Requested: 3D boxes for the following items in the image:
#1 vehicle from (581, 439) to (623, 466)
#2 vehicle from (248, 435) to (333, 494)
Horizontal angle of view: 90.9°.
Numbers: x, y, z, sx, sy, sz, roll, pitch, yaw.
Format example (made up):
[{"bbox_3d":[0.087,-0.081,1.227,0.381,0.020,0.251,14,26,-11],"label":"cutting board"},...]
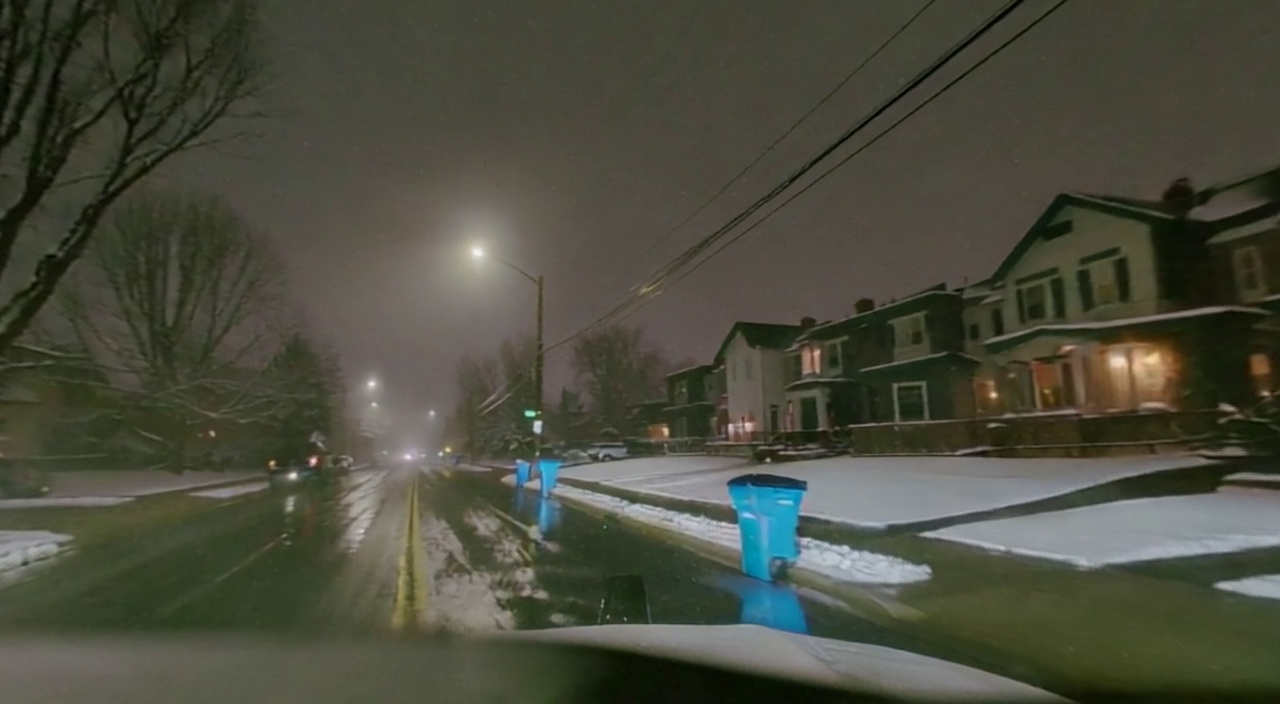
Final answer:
[{"bbox_3d":[-2.970,7.657,48.404,1.936,1.687,4.714,-1,-6,-19],"label":"vehicle"},{"bbox_3d":[-16.191,5.167,29.572,2.223,2.115,5.707,9,-8,-18],"label":"vehicle"}]
